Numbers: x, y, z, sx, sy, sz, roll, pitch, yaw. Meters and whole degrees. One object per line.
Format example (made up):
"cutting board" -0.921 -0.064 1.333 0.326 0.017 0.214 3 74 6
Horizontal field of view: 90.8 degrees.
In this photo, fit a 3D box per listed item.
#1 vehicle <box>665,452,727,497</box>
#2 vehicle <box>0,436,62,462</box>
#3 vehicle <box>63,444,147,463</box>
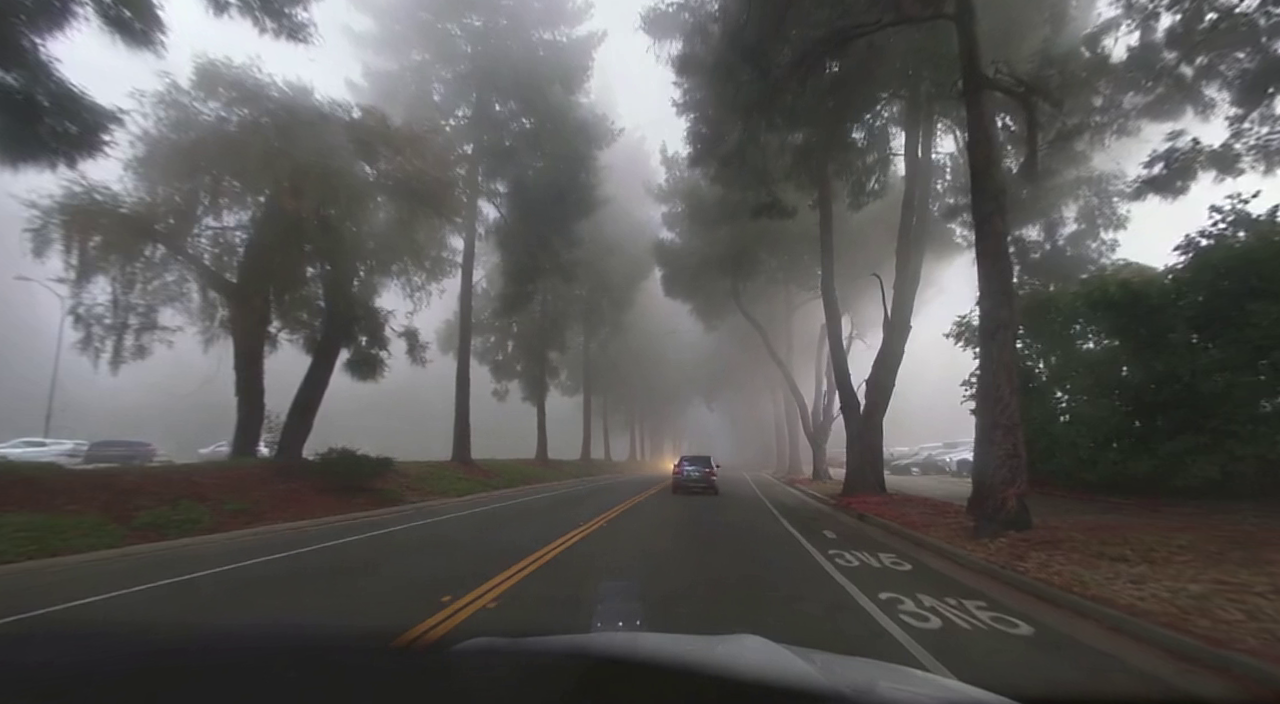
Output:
"vehicle" 2.282 4.707 24.661 2.152 1.574 4.223 -2 -9 8
"vehicle" -43.595 6.746 43.795 1.890 1.694 4.877 -2 -9 13
"vehicle" -42.185 8.010 49.965 1.767 1.427 4.868 -2 -9 13
